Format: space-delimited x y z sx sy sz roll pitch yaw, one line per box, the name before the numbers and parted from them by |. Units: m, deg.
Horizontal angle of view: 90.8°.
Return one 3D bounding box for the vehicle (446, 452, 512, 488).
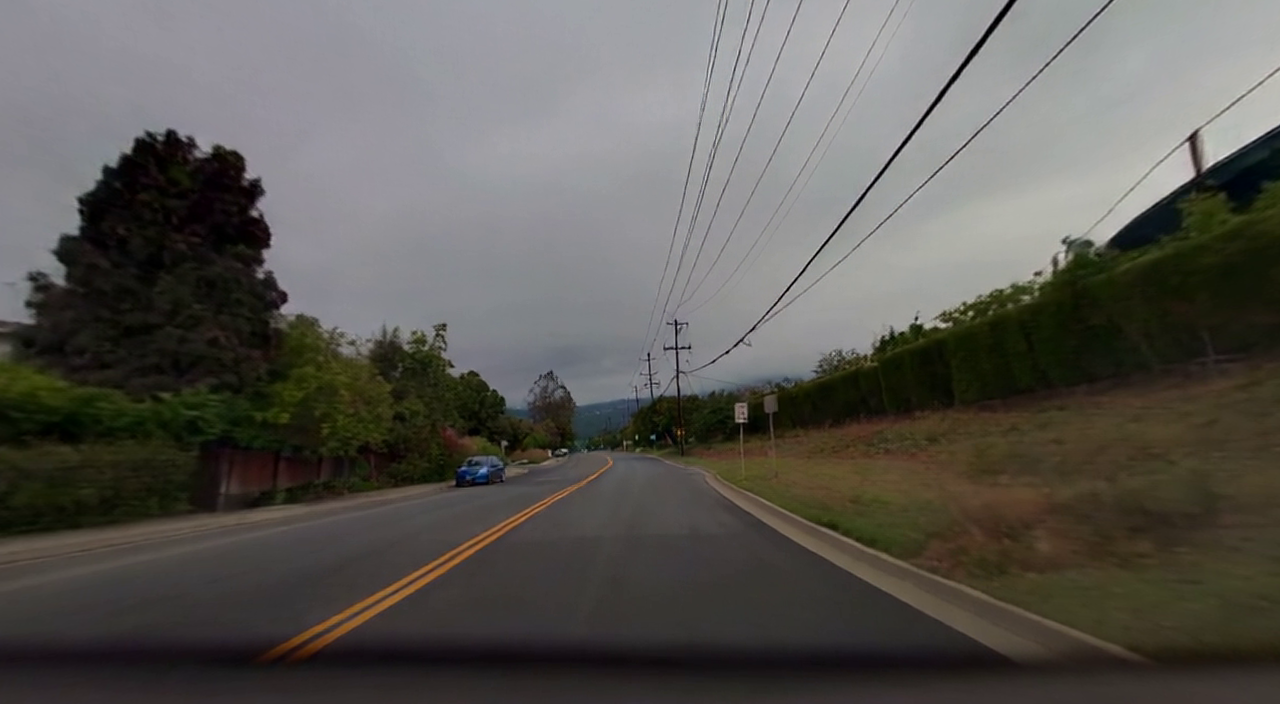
vehicle | -8.195 6.019 32.539 2.114 1.693 4.468 0 -9 1
